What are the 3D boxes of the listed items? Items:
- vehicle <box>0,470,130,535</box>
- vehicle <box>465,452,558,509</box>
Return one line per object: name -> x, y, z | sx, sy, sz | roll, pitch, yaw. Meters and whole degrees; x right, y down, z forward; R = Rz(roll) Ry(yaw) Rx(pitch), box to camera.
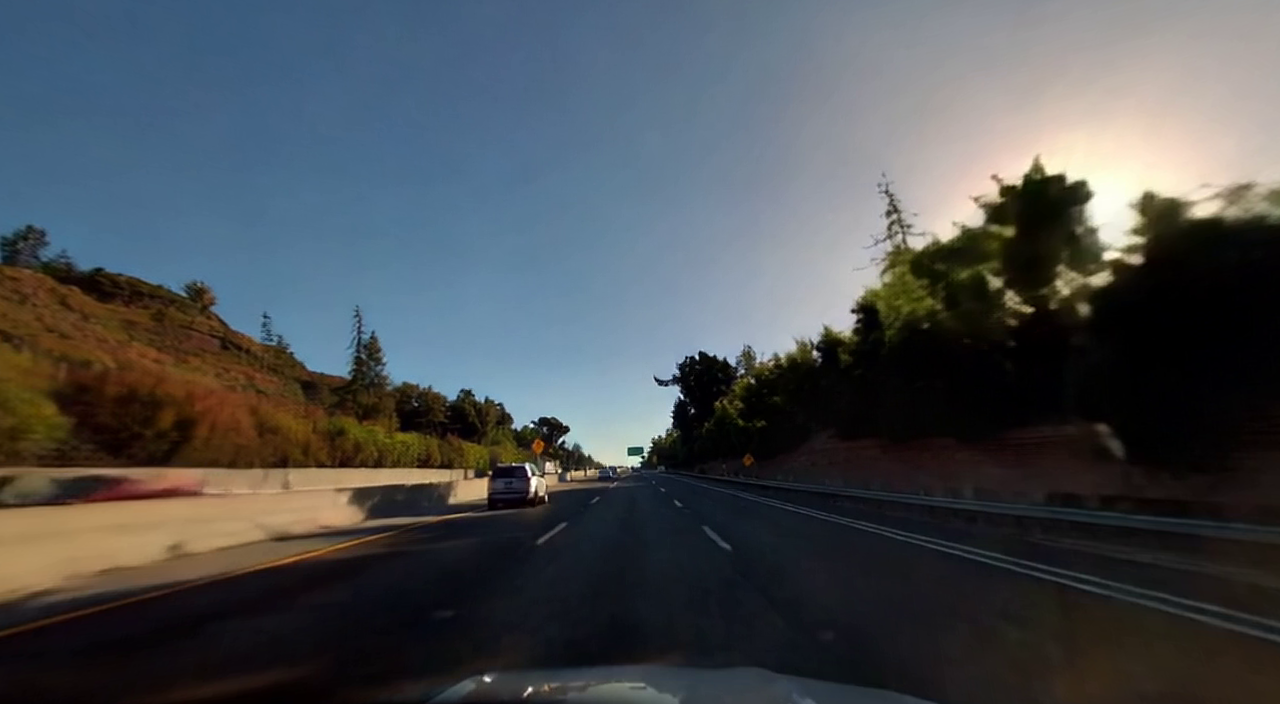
vehicle -> -15.961, 3.815, 16.266 | 1.802, 1.485, 4.492 | 1, -10, -1
vehicle -> -4.323, 4.454, 22.068 | 2.178, 1.736, 4.847 | 1, -10, 0
